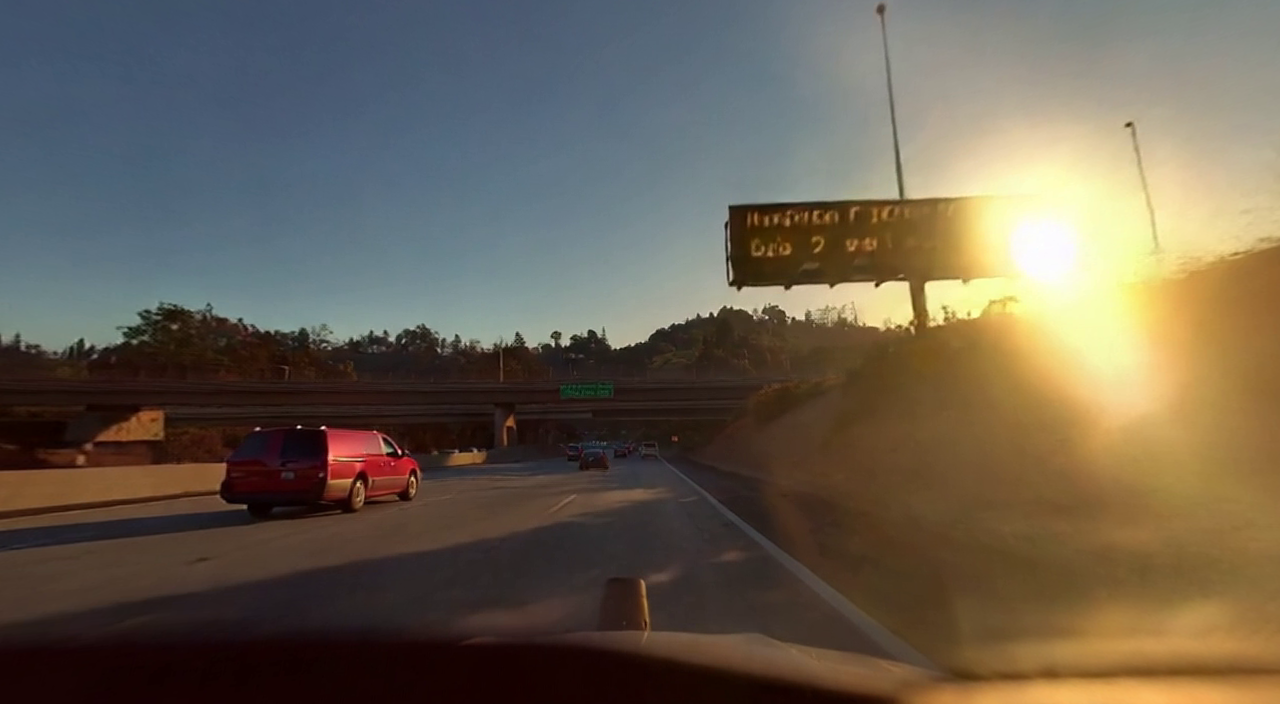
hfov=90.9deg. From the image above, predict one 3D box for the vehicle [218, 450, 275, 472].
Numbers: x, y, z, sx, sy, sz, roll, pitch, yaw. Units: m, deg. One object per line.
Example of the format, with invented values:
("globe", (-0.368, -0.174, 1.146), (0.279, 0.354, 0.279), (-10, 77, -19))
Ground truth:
("vehicle", (-27.770, 7.689, 44.664), (1.644, 1.420, 3.518), (0, -8, 2))
